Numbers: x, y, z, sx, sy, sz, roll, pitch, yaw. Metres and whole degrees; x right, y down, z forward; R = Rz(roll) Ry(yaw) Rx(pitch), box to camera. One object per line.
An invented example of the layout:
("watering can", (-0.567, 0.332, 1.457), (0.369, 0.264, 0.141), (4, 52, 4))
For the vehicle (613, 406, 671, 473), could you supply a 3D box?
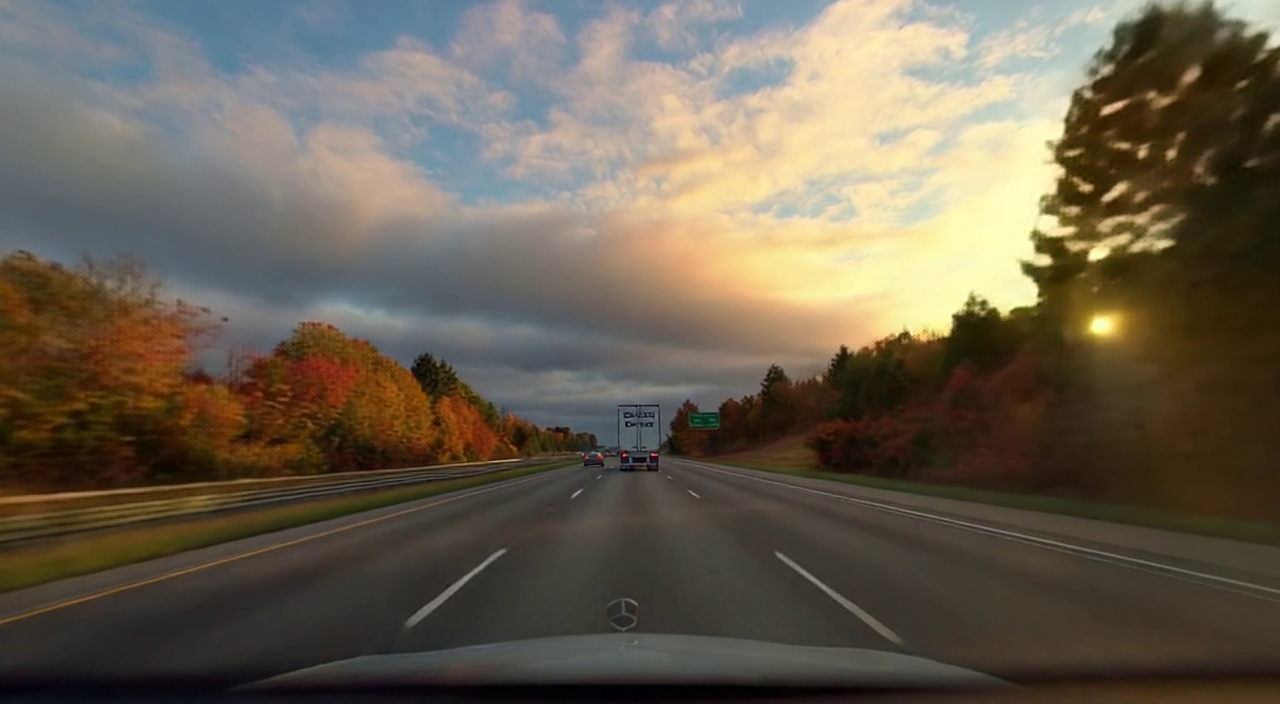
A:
("vehicle", (0.107, 6.708, 47.032), (3.537, 4.071, 17.399), (0, -9, 0))
